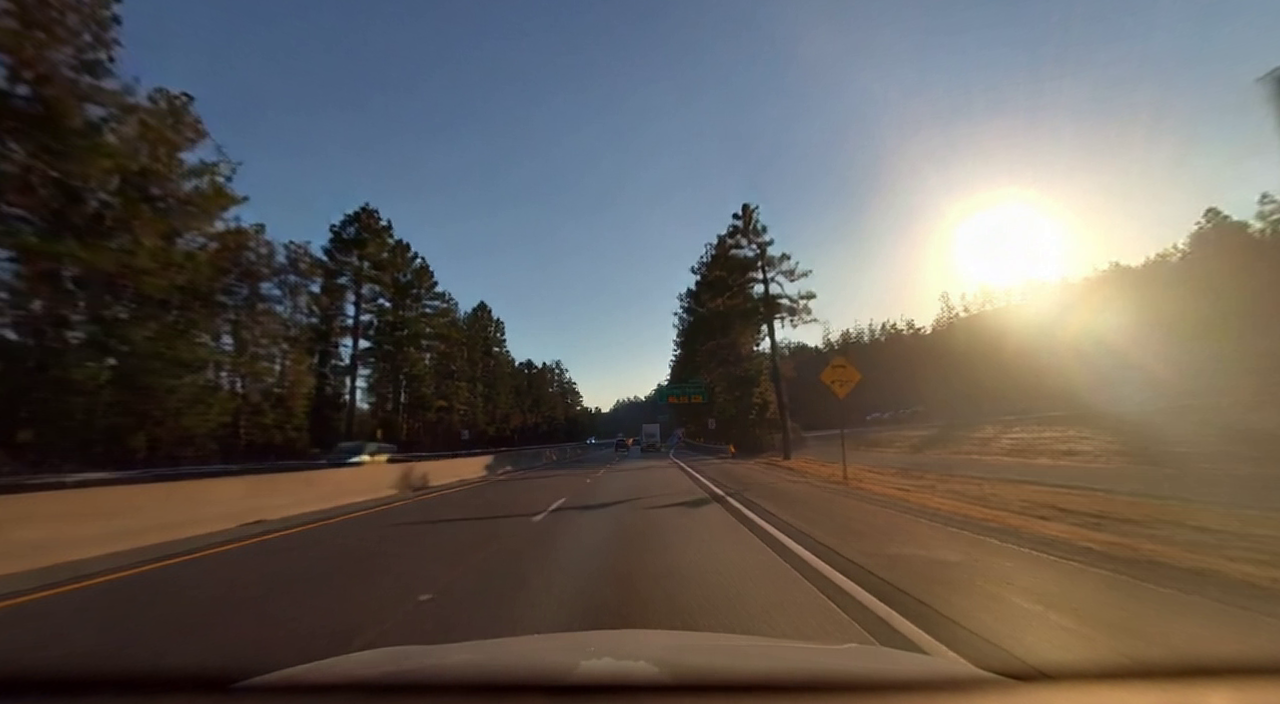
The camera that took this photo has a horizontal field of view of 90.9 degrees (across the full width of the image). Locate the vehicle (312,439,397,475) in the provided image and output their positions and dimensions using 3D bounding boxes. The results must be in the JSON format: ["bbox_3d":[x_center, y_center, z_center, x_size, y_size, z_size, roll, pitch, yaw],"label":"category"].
[{"bbox_3d":[-13.915,5.130,31.043,2.090,1.639,4.451,0,-8,0],"label":"vehicle"}]
